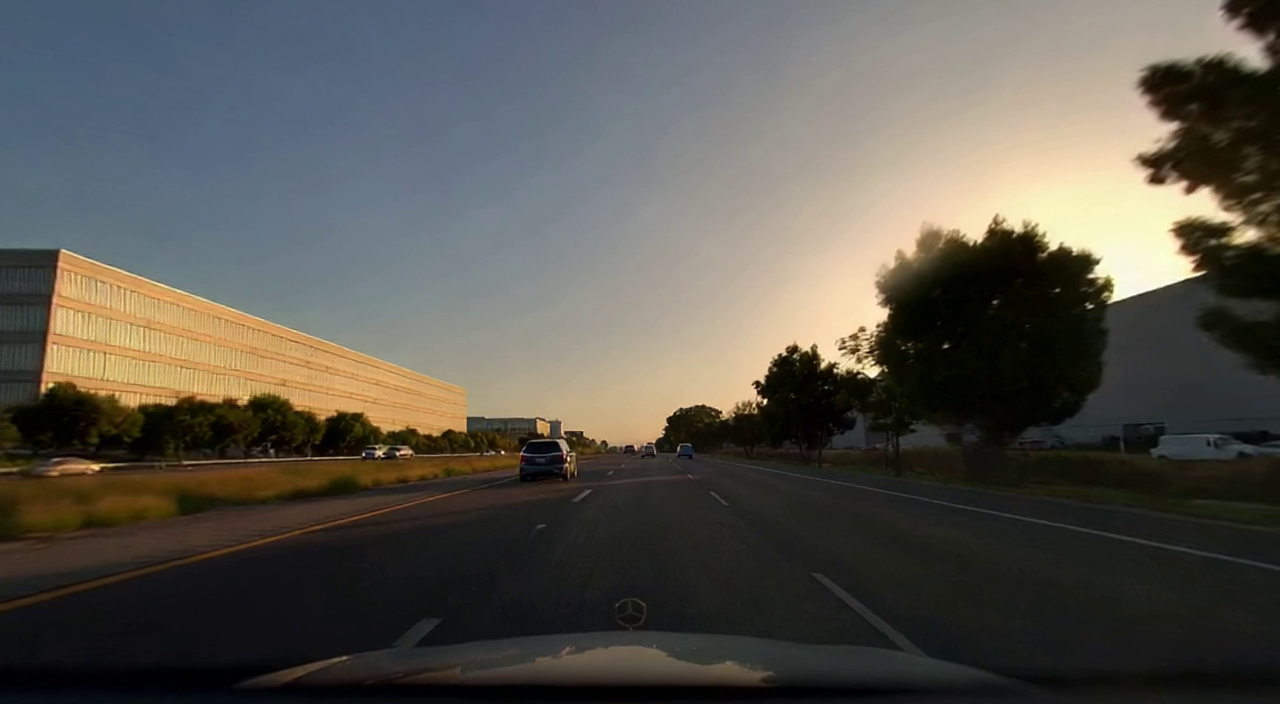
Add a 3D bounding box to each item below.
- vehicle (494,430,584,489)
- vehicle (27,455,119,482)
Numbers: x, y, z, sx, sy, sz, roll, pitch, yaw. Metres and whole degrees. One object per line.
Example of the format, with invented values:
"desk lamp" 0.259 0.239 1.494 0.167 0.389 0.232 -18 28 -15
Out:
"vehicle" -3.433 3.801 22.484 2.218 1.850 4.774 0 -9 2
"vehicle" -31.772 6.525 35.482 1.692 1.333 3.755 0 -9 0
